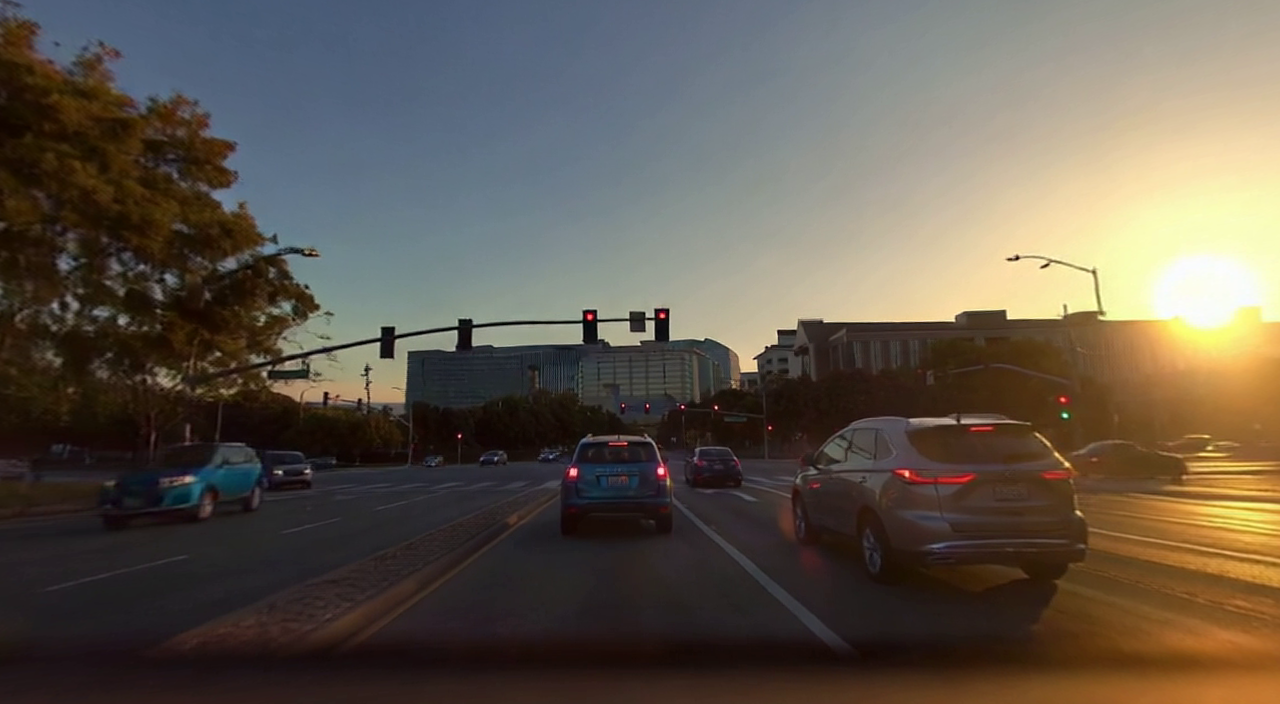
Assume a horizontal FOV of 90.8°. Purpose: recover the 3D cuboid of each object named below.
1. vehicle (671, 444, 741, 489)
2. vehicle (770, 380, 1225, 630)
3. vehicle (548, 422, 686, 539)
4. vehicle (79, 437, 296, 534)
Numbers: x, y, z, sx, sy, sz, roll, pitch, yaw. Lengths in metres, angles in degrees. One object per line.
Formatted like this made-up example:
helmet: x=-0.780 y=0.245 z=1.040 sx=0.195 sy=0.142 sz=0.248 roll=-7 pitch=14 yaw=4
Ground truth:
vehicle: x=2.312 y=4.145 z=23.265 sx=1.900 sy=1.459 sz=4.260 roll=0 pitch=-9 yaw=-3
vehicle: x=3.072 y=1.432 z=6.859 sx=2.228 sy=1.798 sz=4.370 roll=0 pitch=-9 yaw=-2
vehicle: x=-0.391 y=2.208 z=11.450 sx=2.039 sy=1.698 sz=4.144 roll=0 pitch=-9 yaw=-2
vehicle: x=-10.643 y=3.106 z=15.503 sx=2.354 sy=1.949 sz=4.905 roll=2 pitch=-9 yaw=-11
